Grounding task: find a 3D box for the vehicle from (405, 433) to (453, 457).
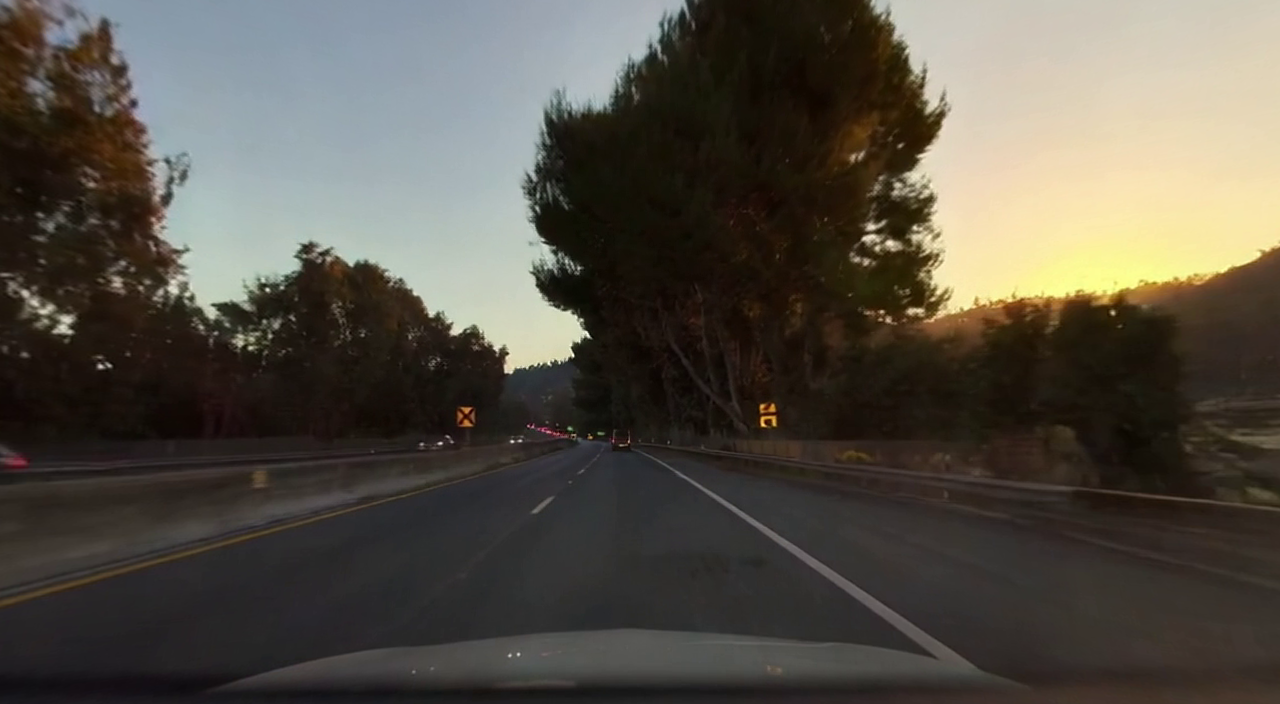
[{"bbox_3d":[-14.495,6.402,43.548,1.959,1.566,4.102,0,-8,-1],"label":"vehicle"}]
